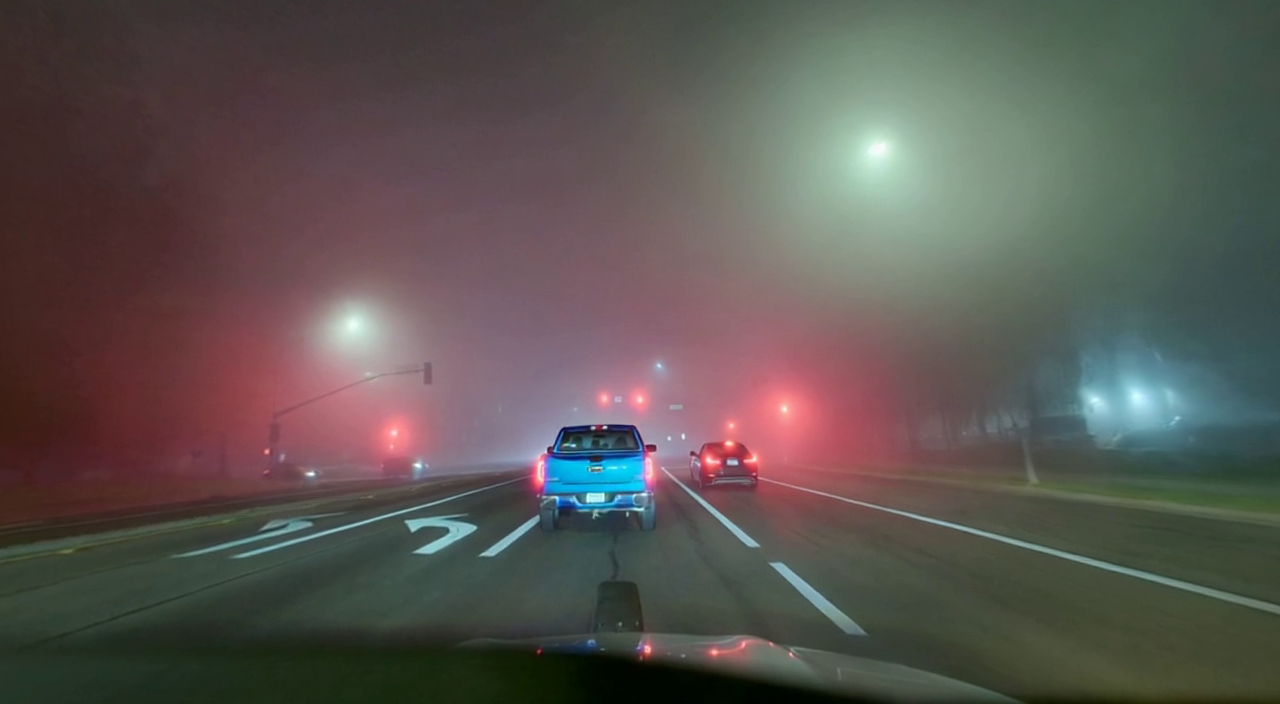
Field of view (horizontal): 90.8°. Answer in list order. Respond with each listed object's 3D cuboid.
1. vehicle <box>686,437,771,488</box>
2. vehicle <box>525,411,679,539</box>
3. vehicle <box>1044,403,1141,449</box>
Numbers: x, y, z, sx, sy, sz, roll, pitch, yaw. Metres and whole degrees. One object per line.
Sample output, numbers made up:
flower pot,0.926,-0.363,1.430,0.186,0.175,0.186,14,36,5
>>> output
vehicle,2.768,3.595,20.861,2.073,1.484,4.437,0,-8,-1
vehicle,-0.554,2.064,11.255,2.145,1.762,4.731,0,-8,-1
vehicle,30.303,5.039,42.505,2.892,2.881,4.178,2,-9,-16
